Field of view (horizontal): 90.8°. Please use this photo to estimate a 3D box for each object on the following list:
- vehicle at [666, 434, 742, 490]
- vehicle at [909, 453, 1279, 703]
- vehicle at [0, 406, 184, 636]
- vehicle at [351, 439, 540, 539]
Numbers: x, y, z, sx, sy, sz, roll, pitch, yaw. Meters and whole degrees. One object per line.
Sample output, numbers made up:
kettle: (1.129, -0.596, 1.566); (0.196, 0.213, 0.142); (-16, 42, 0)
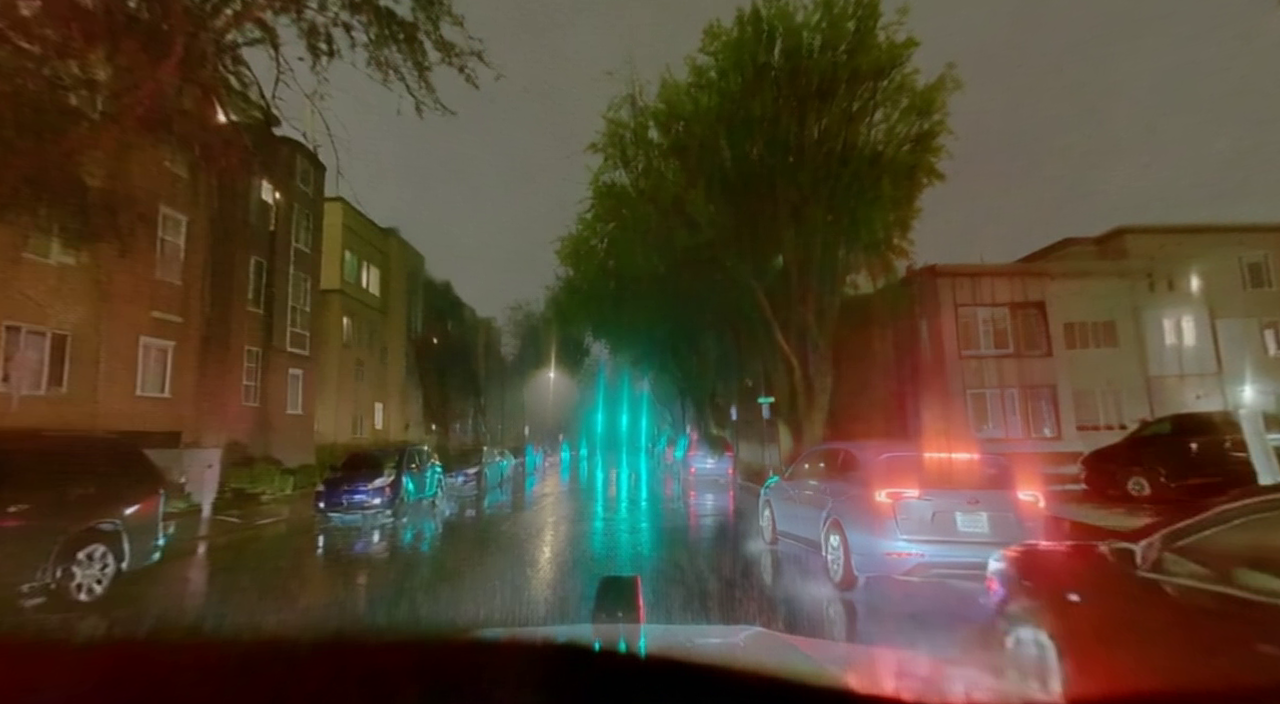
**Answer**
vehicle: (1.991, 3.587, 20.946); (1.878, 1.664, 4.033); (0, -8, -3)
vehicle: (2.488, 0.940, 1.487); (1.720, 1.333, 4.233); (0, -8, -2)
vehicle: (-6.429, 1.337, 4.317); (2.308, 1.877, 6.060); (-4, -8, -2)
vehicle: (-3.364, 2.437, 12.011); (1.966, 1.515, 4.394); (-1, -8, 3)
